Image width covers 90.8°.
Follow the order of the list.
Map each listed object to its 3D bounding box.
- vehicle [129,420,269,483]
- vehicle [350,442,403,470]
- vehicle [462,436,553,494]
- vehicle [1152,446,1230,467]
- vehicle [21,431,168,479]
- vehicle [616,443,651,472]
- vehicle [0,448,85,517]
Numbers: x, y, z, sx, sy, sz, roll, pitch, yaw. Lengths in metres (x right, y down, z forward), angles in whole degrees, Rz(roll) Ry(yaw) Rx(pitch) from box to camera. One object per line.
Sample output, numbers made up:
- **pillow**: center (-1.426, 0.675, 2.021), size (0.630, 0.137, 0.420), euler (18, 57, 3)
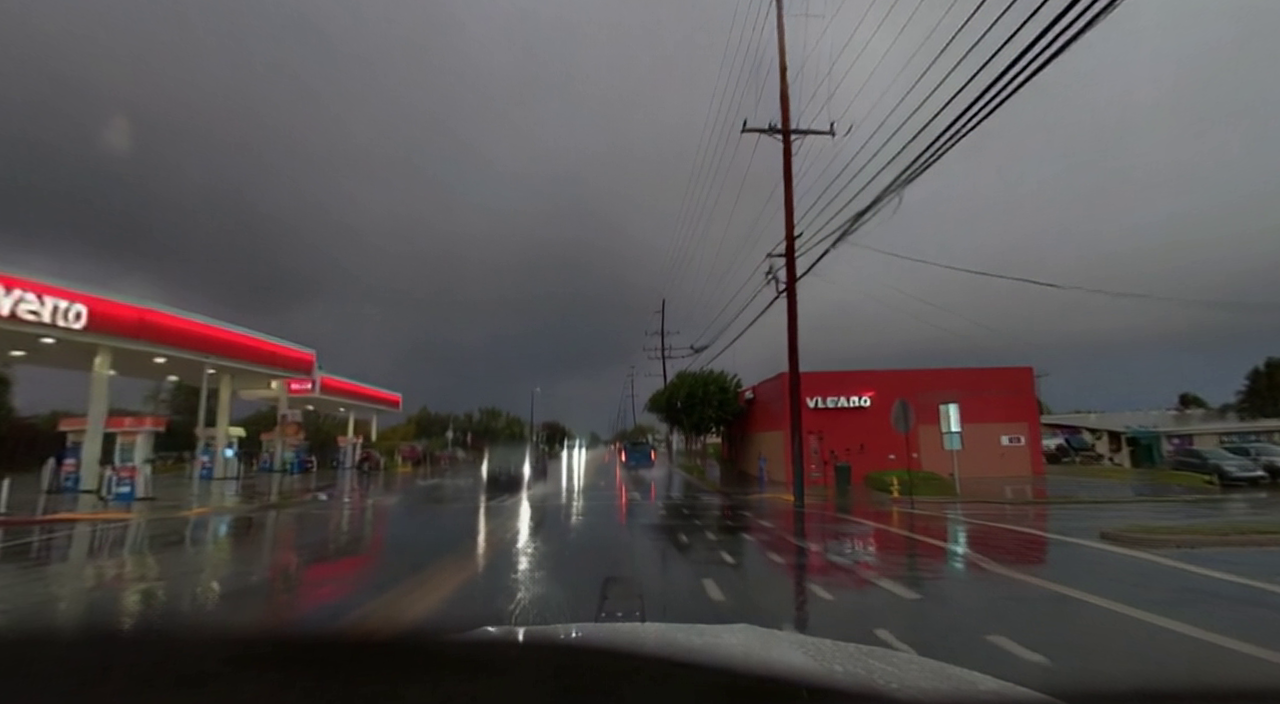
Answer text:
- **vehicle**: center (-17.920, 4.074, 26.049), size (2.499, 2.309, 4.613), euler (0, -9, -3)
- **vehicle**: center (-17.923, 7.082, 43.210), size (1.890, 1.761, 4.578), euler (0, -9, -4)
- **vehicle**: center (-4.663, 4.057, 23.107), size (2.274, 1.844, 4.843), euler (0, -9, 0)
- **vehicle**: center (43.112, 8.176, 49.550), size (1.826, 1.508, 4.639), euler (0, -9, -1)
- **vehicle**: center (-20.269, 3.911, 23.782), size (1.913, 1.591, 4.374), euler (2, -10, -7)
- **vehicle**: center (-0.470, 6.504, 39.186), size (2.000, 1.663, 4.271), euler (0, -9, -3)
- **vehicle**: center (-15.636, 3.189, 15.984), size (1.928, 1.487, 5.116), euler (6, -11, -37)
